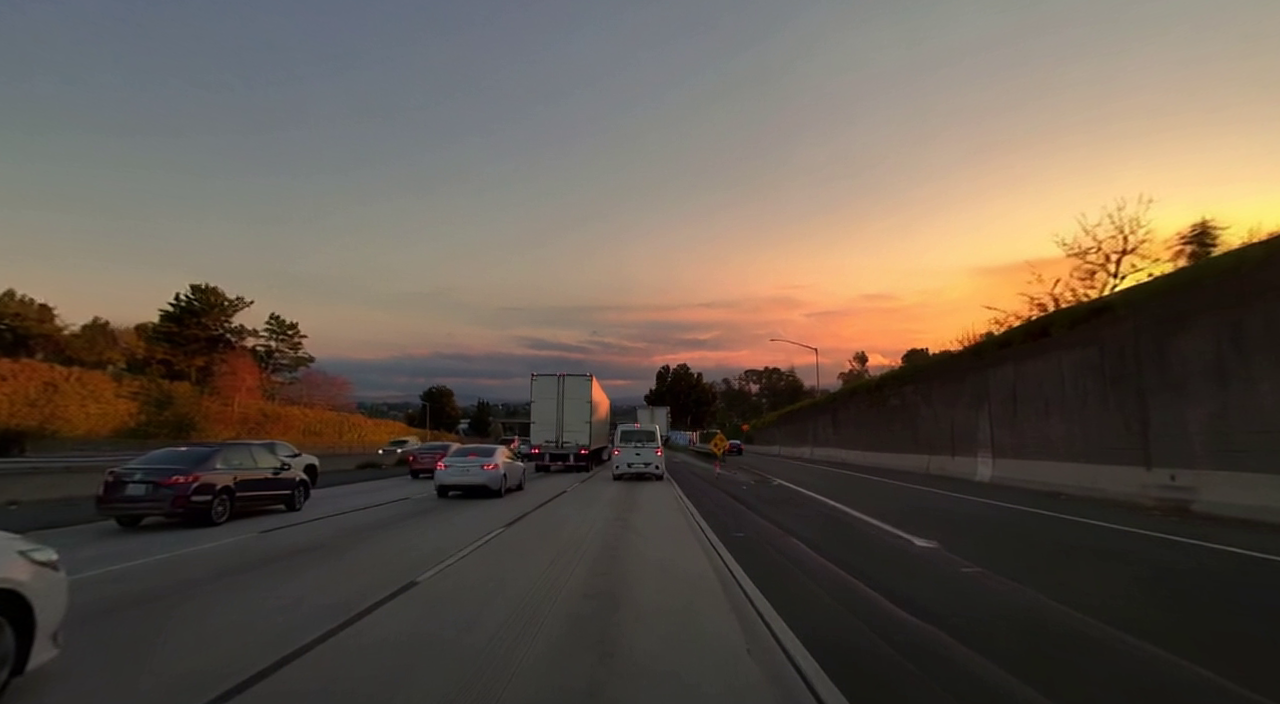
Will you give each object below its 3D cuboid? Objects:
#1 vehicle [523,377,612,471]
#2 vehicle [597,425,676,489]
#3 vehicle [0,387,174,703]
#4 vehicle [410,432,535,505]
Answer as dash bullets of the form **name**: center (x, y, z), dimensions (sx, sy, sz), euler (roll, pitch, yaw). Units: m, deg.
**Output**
- **vehicle**: center (-3.835, 4.818, 38.618), dimensions (3.348, 4.469, 16.443), euler (-1, -10, 1)
- **vehicle**: center (-0.100, 3.405, 20.716), dimensions (2.325, 1.864, 4.128), euler (0, -8, 0)
- **vehicle**: center (-3.759, 0.748, 1.394), dimensions (1.866, 1.568, 4.603), euler (0, -8, 1)
- **vehicle**: center (-4.121, 2.936, 16.281), dimensions (2.124, 1.627, 3.863), euler (0, -8, 1)
